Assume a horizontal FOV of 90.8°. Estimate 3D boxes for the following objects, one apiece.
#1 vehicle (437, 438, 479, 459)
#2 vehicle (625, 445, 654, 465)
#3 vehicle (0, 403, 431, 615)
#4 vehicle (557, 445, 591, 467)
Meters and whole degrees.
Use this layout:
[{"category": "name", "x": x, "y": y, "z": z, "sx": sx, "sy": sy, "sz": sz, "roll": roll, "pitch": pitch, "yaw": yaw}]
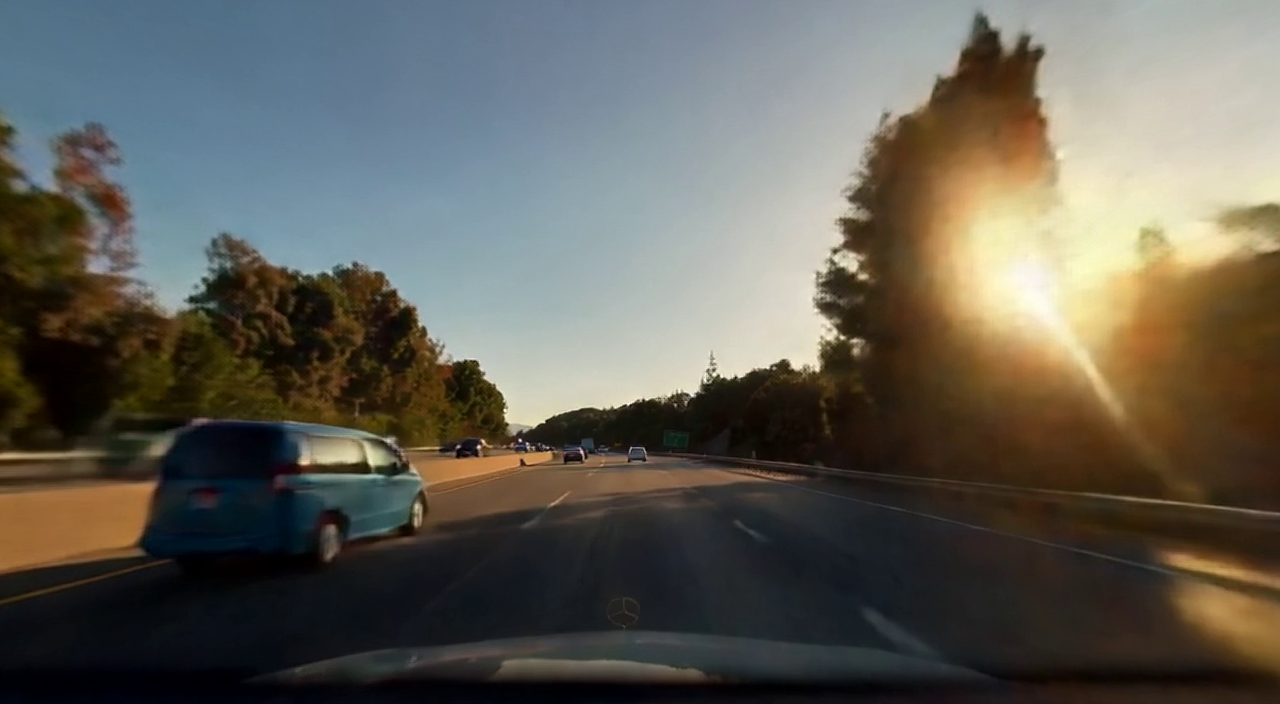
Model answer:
[{"category": "vehicle", "x": -13.940, "y": 7.424, "z": 48.551, "sx": 1.888, "sy": 1.524, "sz": 4.692, "roll": 0, "pitch": -9, "yaw": -1}, {"category": "vehicle", "x": -0.064, "y": 7.799, "z": 47.886, "sx": 2.008, "sy": 1.499, "sz": 3.192, "roll": 0, "pitch": -9, "yaw": -3}, {"category": "vehicle", "x": -4.107, "y": 1.557, "z": 7.166, "sx": 2.088, "sy": 1.675, "sz": 4.108, "roll": 0, "pitch": -9, "yaw": -1}, {"category": "vehicle", "x": -4.724, "y": 7.468, "z": 45.568, "sx": 2.054, "sy": 1.500, "sz": 4.469, "roll": 0, "pitch": -9, "yaw": -2}]
